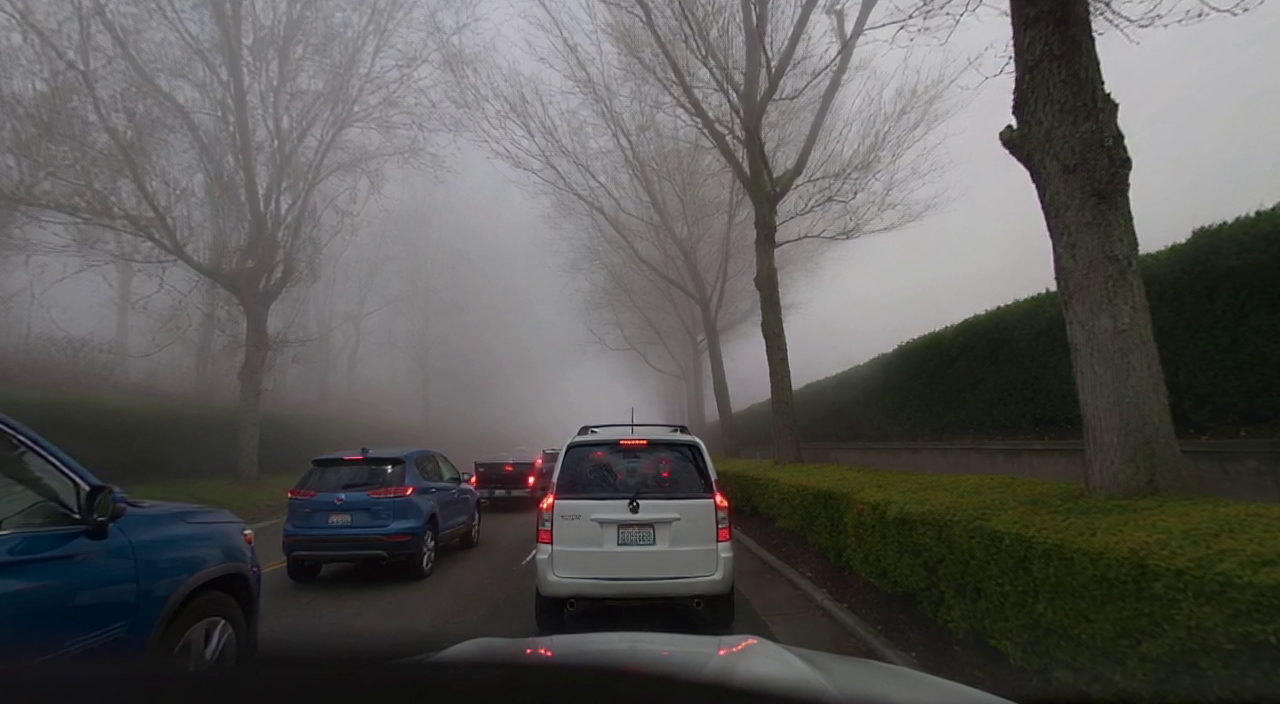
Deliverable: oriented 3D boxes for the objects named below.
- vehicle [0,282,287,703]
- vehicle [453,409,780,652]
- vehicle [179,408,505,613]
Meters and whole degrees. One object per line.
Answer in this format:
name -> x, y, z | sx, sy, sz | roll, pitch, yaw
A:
vehicle -> -3.283, 0.676, 1.263 | 2.205, 1.913, 5.327 | -6, -8, -2
vehicle -> -0.174, 1.494, 6.234 | 2.154, 1.581, 4.007 | 0, -9, -1
vehicle -> -3.400, 1.850, 8.304 | 2.256, 1.728, 4.421 | -6, -8, -2
